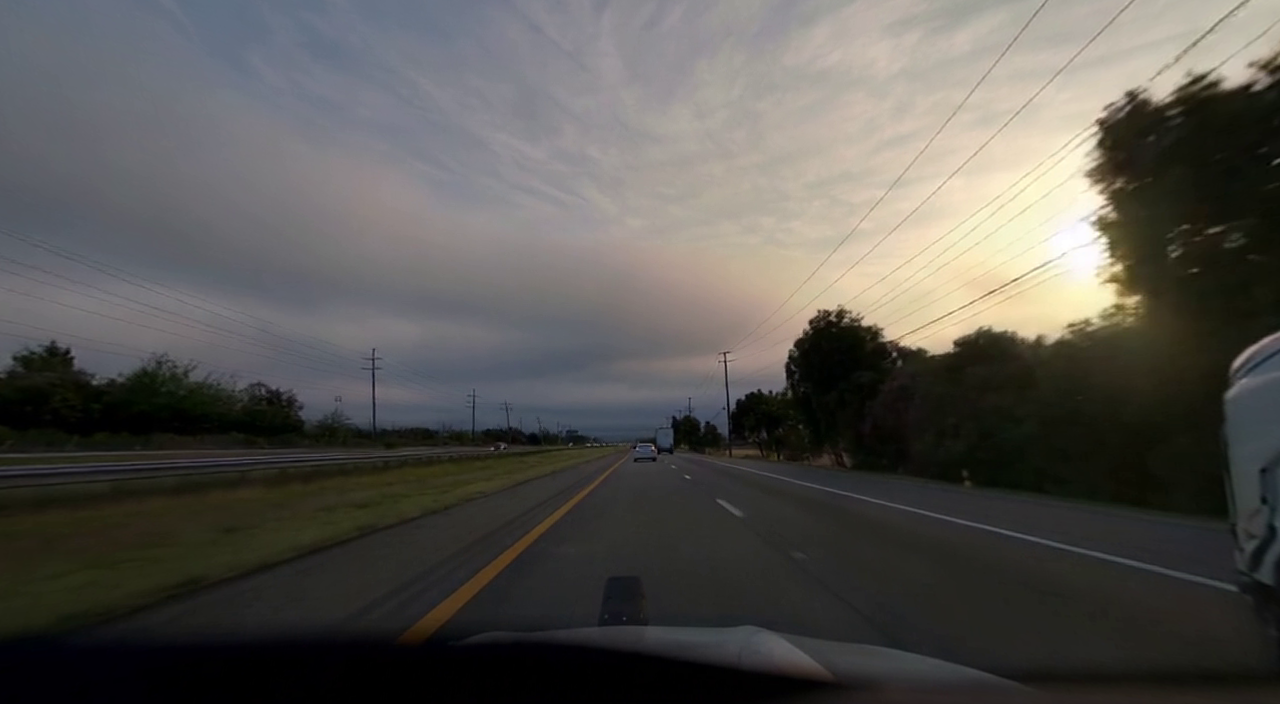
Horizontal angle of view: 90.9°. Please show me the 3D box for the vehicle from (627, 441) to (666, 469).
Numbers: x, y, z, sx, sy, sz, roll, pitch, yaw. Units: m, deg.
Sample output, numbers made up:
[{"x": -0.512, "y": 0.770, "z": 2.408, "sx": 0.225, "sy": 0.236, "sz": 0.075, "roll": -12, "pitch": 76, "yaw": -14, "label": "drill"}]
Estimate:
[{"x": 0.375, "y": 6.098, "z": 37.588, "sx": 2.192, "sy": 1.556, "sz": 4.132, "roll": -1, "pitch": -9, "yaw": 0, "label": "vehicle"}]
